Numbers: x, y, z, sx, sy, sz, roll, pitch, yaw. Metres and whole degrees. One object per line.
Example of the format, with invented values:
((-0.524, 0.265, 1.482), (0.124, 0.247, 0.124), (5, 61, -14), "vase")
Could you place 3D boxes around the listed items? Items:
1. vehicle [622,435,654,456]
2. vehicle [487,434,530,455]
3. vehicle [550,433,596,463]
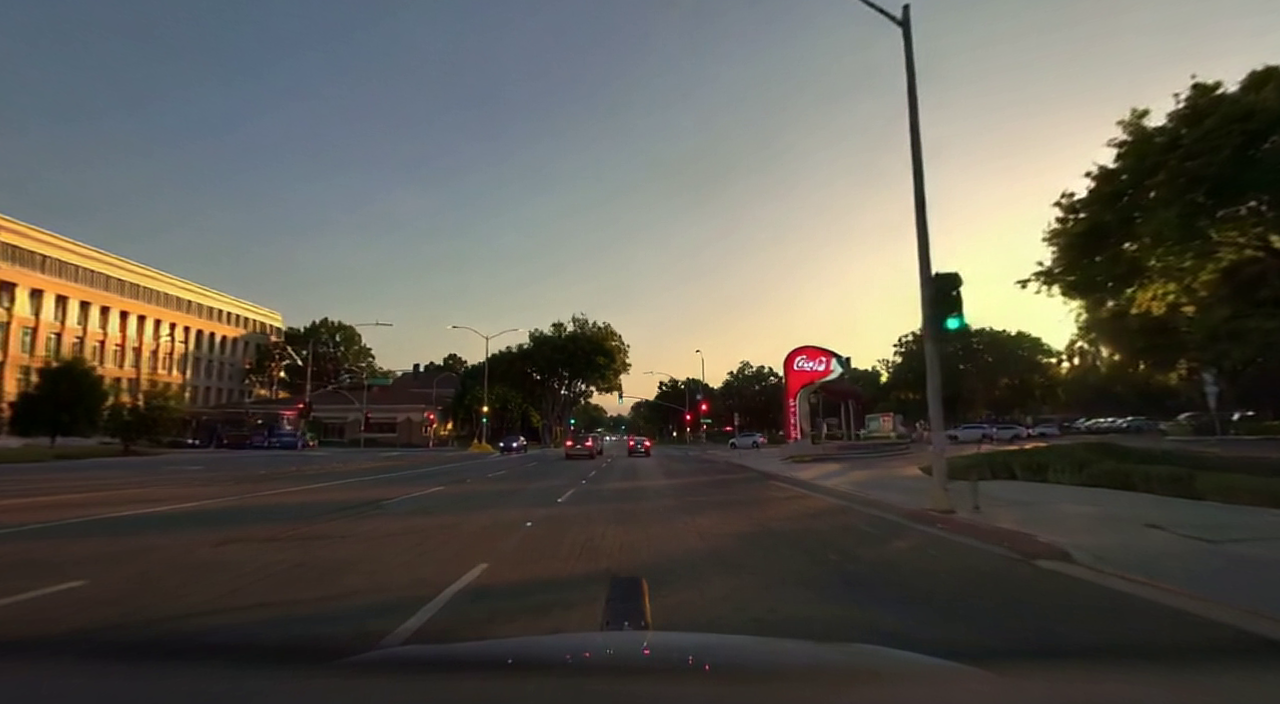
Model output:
((-0.130, 6.945, 47.057), (2.258, 1.507, 3.896), (0, -7, 2), "vehicle")
((-9.965, 7.066, 48.111), (2.096, 1.474, 4.585), (0, -8, 3), "vehicle")
((-3.573, 5.251, 34.559), (2.029, 1.517, 4.375), (0, -8, 0), "vehicle")
